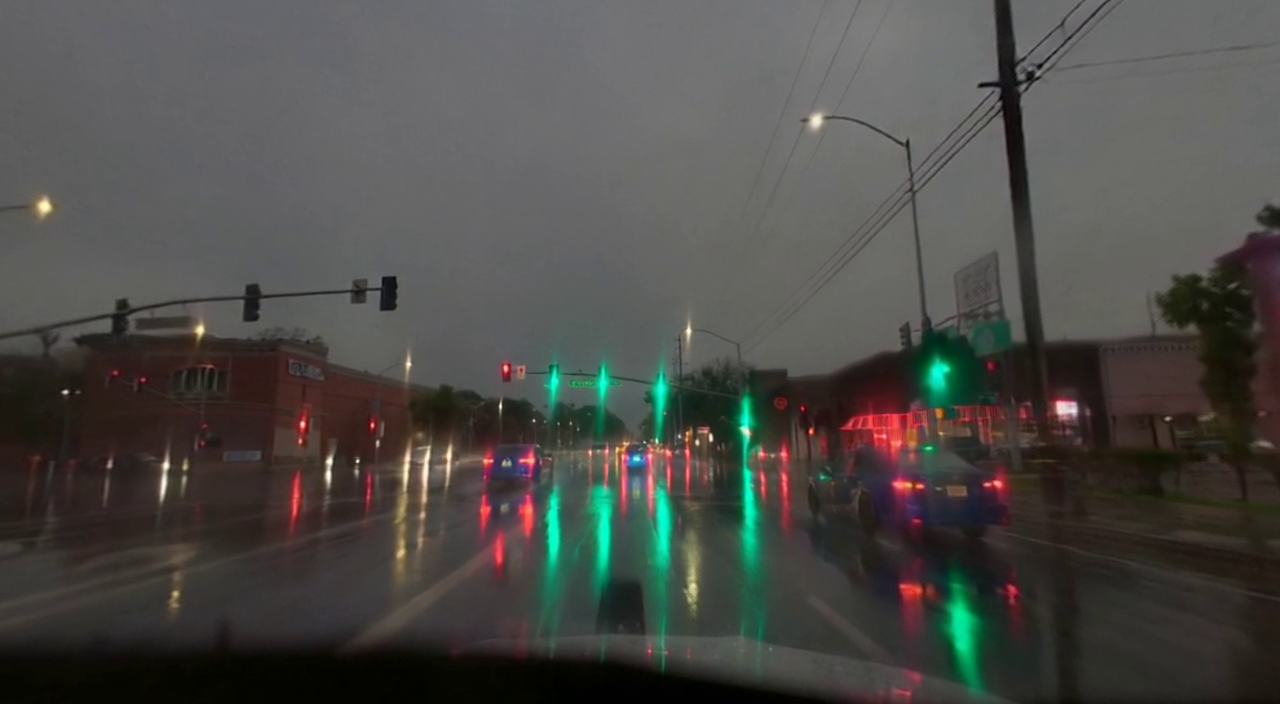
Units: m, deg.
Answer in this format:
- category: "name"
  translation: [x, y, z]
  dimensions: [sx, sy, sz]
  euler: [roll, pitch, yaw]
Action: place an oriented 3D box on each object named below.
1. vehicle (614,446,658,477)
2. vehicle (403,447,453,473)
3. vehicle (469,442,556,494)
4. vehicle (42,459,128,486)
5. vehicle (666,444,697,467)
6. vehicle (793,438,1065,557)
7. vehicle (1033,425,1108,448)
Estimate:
- category: "vehicle"
  translation: [-0.219, 5.588, 32.446]
  dimensions: [2.072, 1.473, 4.139]
  euler: [0, -8, -1]
- category: "vehicle"
  translation: [-14.435, 7.325, 43.176]
  dimensions: [1.987, 1.641, 4.185]
  euler: [0, -8, 0]
- category: "vehicle"
  translation: [-4.216, 3.889, 21.668]
  dimensions: [2.035, 1.564, 4.702]
  euler: [0, -8, -1]
- category: "vehicle"
  translation: [-37.303, 8.080, 42.537]
  dimensions: [3.931, 1.653, 2.134]
  euler: [-1, -9, 7]
- category: "vehicle"
  translation: [3.165, 8.031, 49.089]
  dimensions: [1.986, 1.660, 4.006]
  euler: [0, -8, -2]
- category: "vehicle"
  translation: [4.267, 2.212, 10.522]
  dimensions: [2.119, 1.479, 4.910]
  euler: [0, -8, -1]
- category: "vehicle"
  translation: [33.895, 6.724, 49.965]
  dimensions: [2.213, 1.758, 5.447]
  euler: [0, -8, 1]
